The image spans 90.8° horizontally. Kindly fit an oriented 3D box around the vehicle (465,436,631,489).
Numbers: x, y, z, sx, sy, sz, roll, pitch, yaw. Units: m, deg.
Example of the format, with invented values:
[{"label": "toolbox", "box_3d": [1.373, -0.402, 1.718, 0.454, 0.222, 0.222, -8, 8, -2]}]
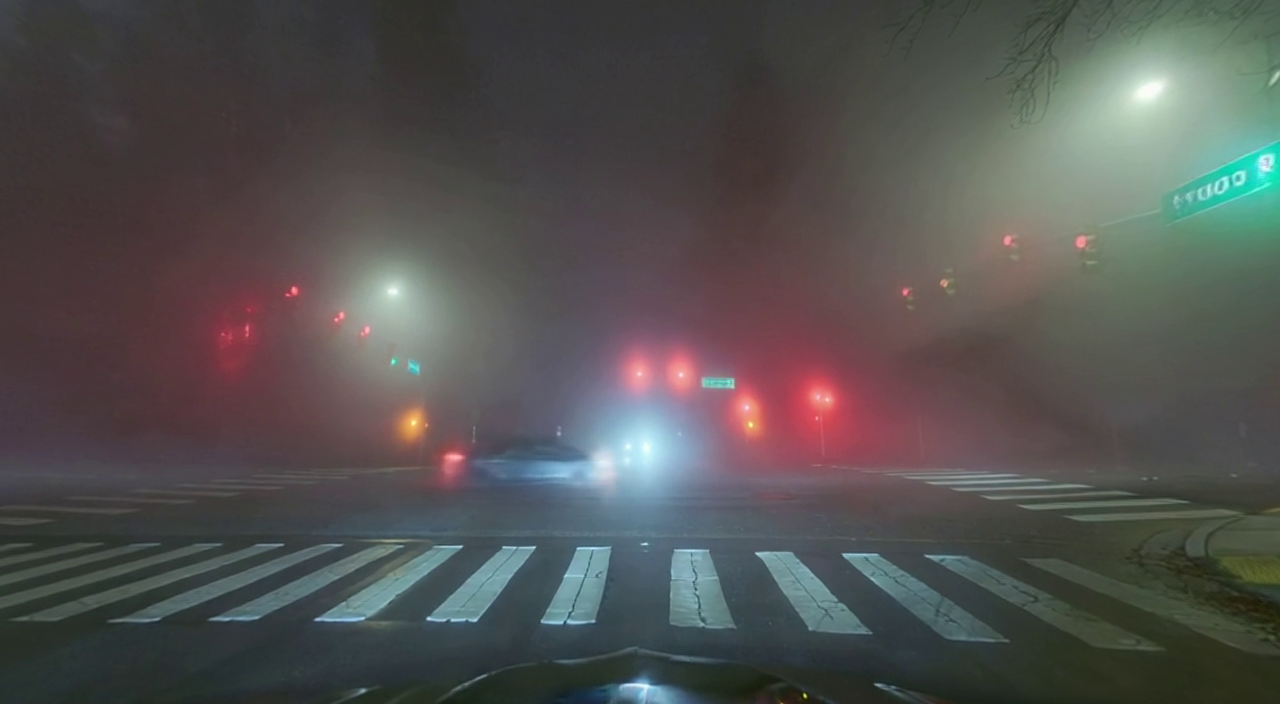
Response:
[{"label": "vehicle", "box_3d": [-2.628, 3.309, 19.003, 4.698, 1.466, 1.883, 0, -9, 0]}]
